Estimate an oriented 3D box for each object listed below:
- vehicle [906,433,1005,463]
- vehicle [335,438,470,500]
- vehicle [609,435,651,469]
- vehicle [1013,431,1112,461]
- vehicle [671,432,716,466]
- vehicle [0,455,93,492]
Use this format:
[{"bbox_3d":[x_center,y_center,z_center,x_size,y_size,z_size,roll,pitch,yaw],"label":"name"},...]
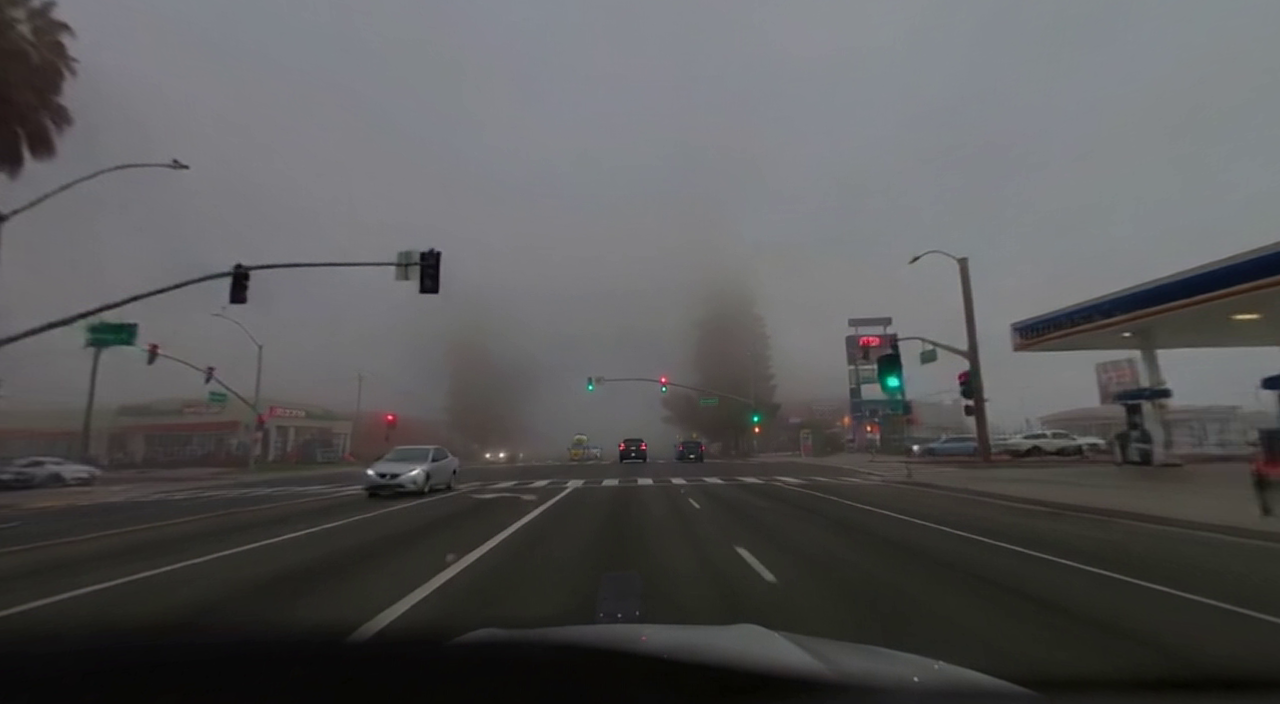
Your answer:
[{"bbox_3d":[18.585,5.652,37.383,4.685,1.704,2.118,0,-8,-2],"label":"vehicle"},{"bbox_3d":[-6.319,3.154,17.509,1.979,1.480,4.553,0,-8,0],"label":"vehicle"},{"bbox_3d":[-0.528,5.513,35.071,2.177,1.754,3.815,0,-8,-1],"label":"vehicle"},{"bbox_3d":[24.966,5.577,37.502,4.398,1.700,2.012,0,-9,-3],"label":"vehicle"},{"bbox_3d":[3.161,5.952,38.820,2.190,1.913,5.174,0,-8,-1],"label":"vehicle"},{"bbox_3d":[-28.251,5.569,28.922,4.659,1.475,1.910,-2,-8,-2],"label":"vehicle"}]
